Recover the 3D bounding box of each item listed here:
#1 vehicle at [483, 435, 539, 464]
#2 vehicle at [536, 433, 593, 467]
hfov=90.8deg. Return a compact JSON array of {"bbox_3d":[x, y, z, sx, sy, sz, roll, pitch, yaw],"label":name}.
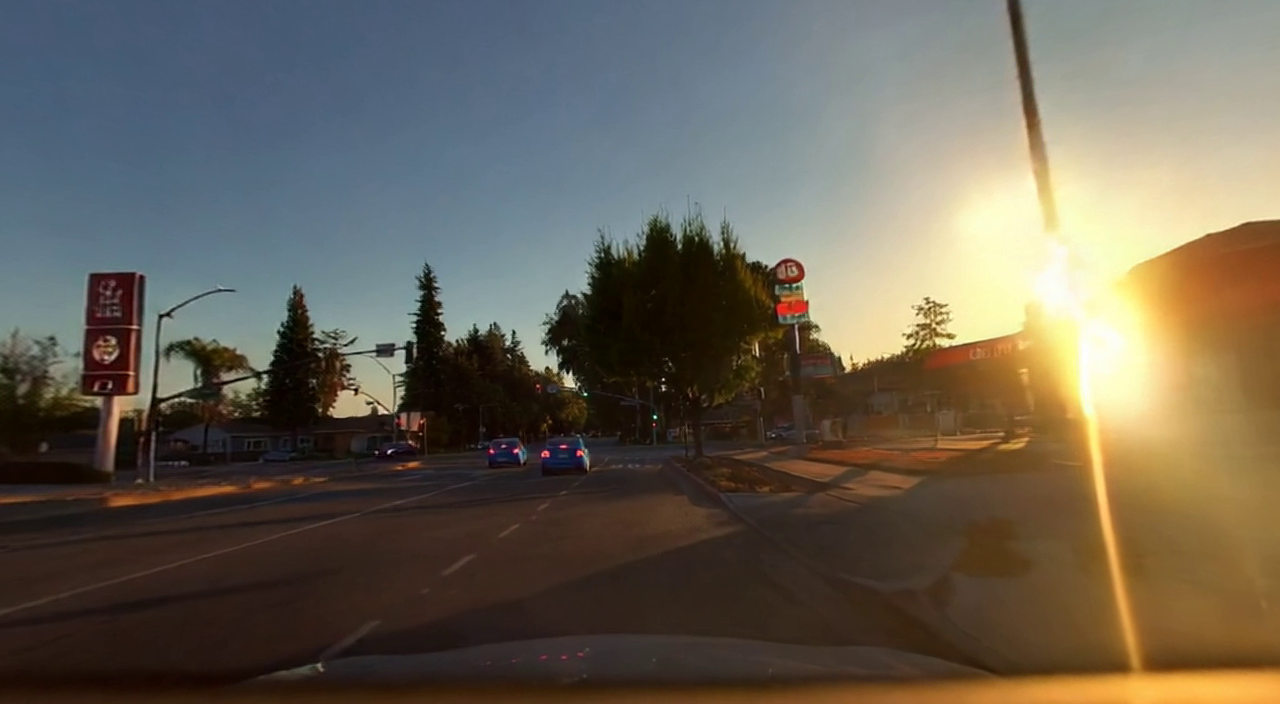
[{"bbox_3d":[-6.752,5.160,33.501,1.966,1.439,4.161,0,-8,2],"label":"vehicle"},{"bbox_3d":[-3.450,4.596,29.835,2.054,1.449,4.772,0,-8,1],"label":"vehicle"}]
